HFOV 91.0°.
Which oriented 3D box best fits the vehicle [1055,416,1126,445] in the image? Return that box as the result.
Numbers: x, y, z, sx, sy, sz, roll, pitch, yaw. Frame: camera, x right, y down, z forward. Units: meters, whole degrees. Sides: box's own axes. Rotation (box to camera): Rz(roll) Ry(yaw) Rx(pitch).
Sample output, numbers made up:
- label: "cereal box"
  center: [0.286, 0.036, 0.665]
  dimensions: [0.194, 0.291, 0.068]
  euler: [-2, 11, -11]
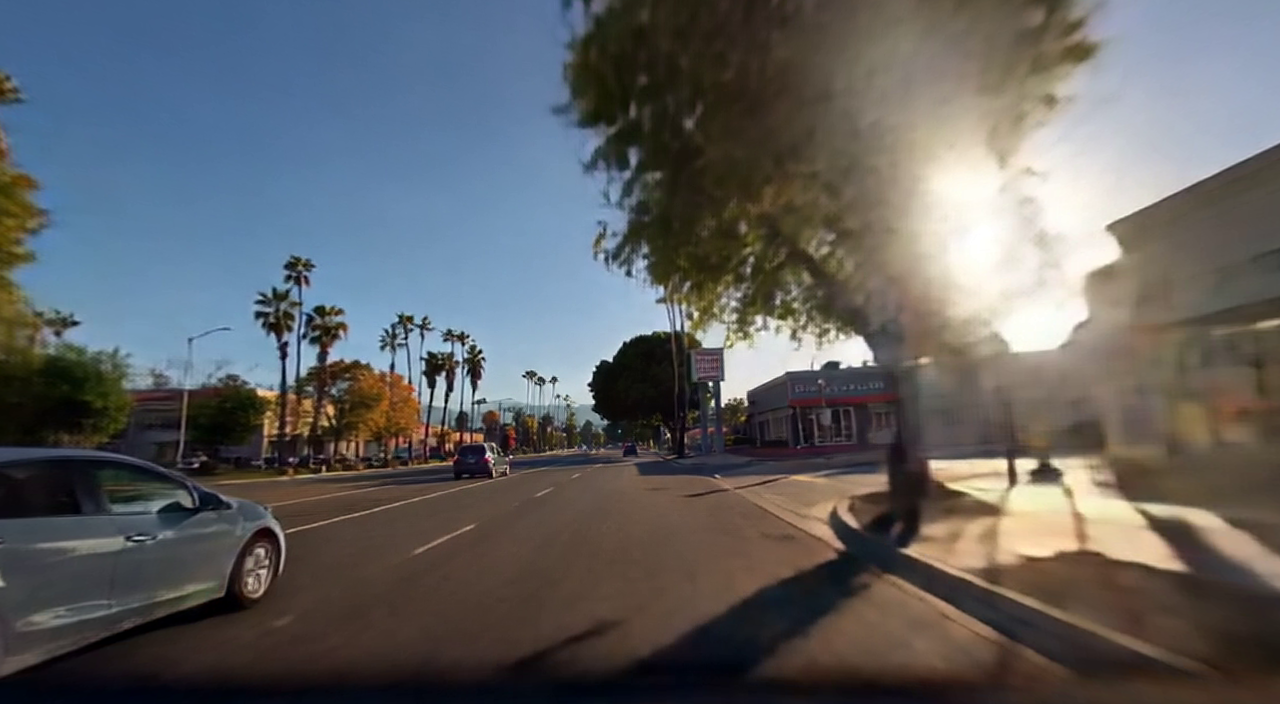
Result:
- label: "vehicle"
  center: [29.568, 5.192, 41.288]
  dimensions: [4.264, 1.791, 2.133]
  euler: [6, -10, -30]

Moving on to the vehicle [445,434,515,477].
- label: "vehicle"
  center: [-7.461, 4.879, 29.835]
  dimensions: [2.136, 1.844, 4.363]
  euler: [0, -8, 1]

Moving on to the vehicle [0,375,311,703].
- label: "vehicle"
  center: [-4.164, 1.065, 3.829]
  dimensions: [2.041, 1.666, 4.182]
  euler: [0, -8, 0]
